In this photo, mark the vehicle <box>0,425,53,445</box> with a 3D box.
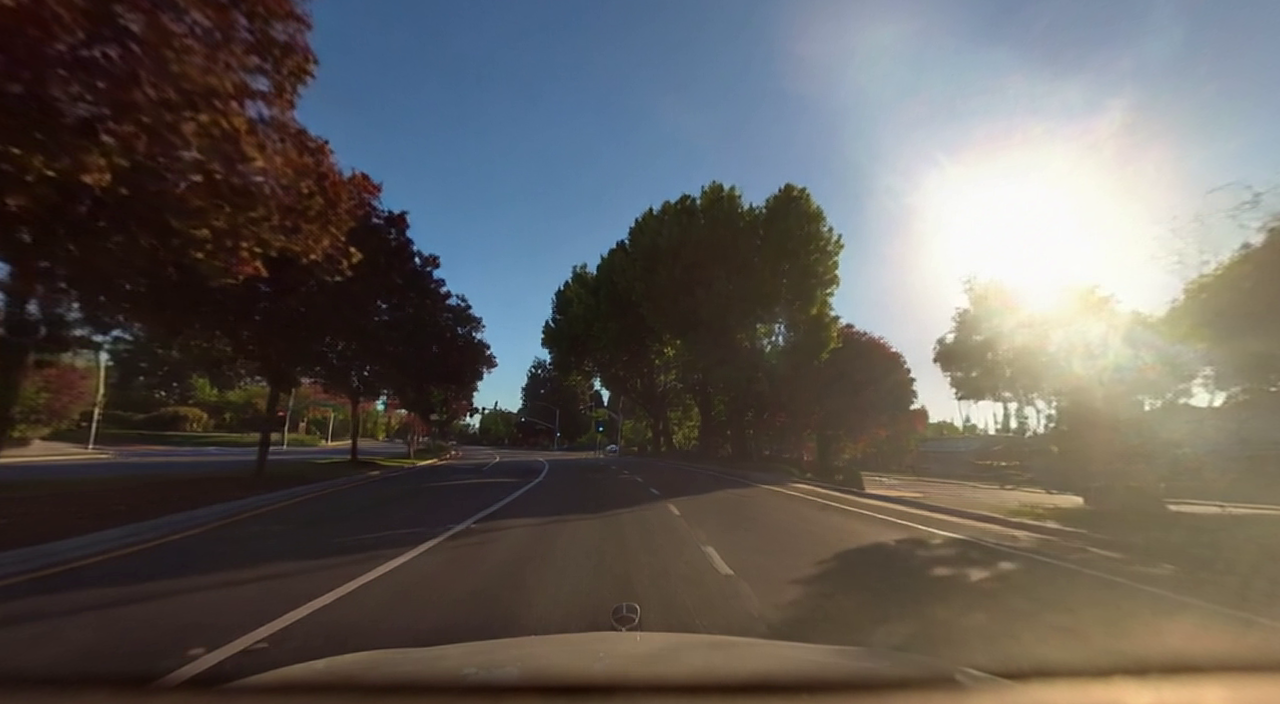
[{"bbox_3d":[-49.240,6.559,49.712,3.885,1.507,1.980,2,-9,-16],"label":"vehicle"}]
